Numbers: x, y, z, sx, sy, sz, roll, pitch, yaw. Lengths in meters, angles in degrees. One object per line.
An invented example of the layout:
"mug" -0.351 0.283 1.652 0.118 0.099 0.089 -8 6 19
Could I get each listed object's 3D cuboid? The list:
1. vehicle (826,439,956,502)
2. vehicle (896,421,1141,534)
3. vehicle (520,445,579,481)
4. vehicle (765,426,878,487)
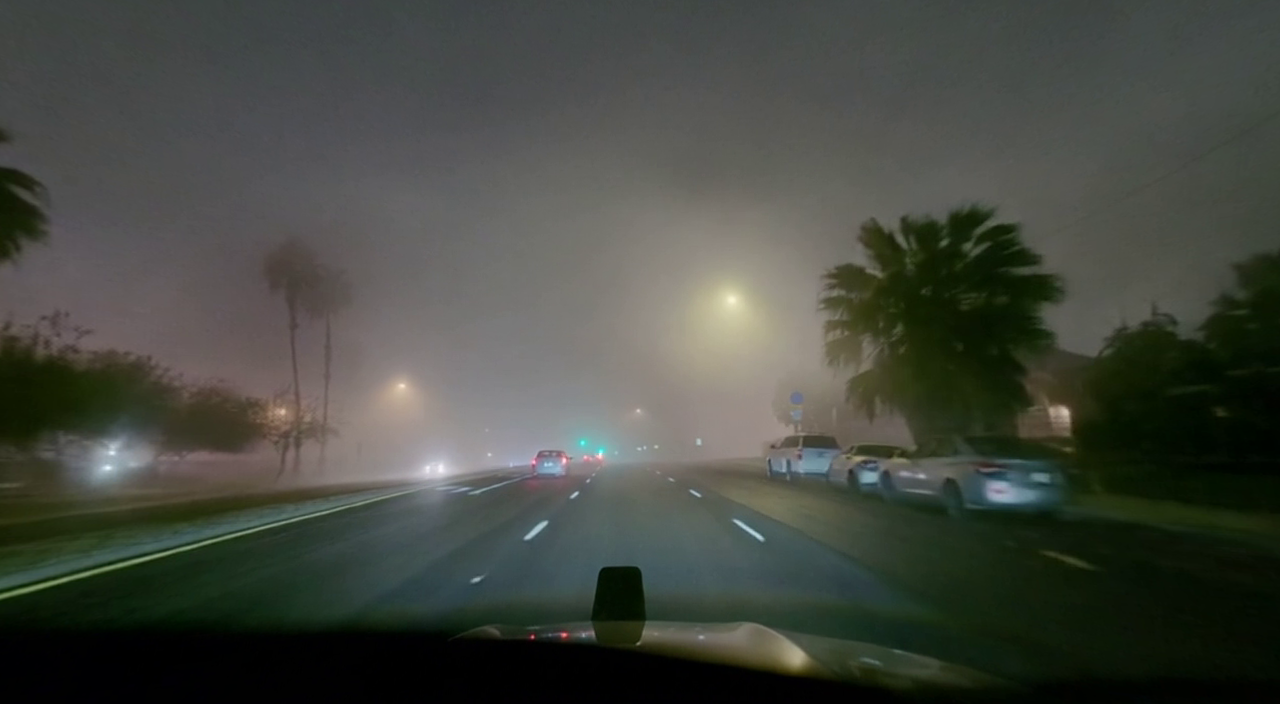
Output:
"vehicle" 6.803 3.234 17.683 1.814 1.521 4.215 0 -8 -2
"vehicle" 6.672 2.241 11.865 1.962 1.725 4.257 0 -8 1
"vehicle" -3.937 4.904 28.254 2.108 1.475 4.555 0 -8 -1
"vehicle" 6.618 3.917 23.958 2.418 2.004 6.128 0 -8 0
